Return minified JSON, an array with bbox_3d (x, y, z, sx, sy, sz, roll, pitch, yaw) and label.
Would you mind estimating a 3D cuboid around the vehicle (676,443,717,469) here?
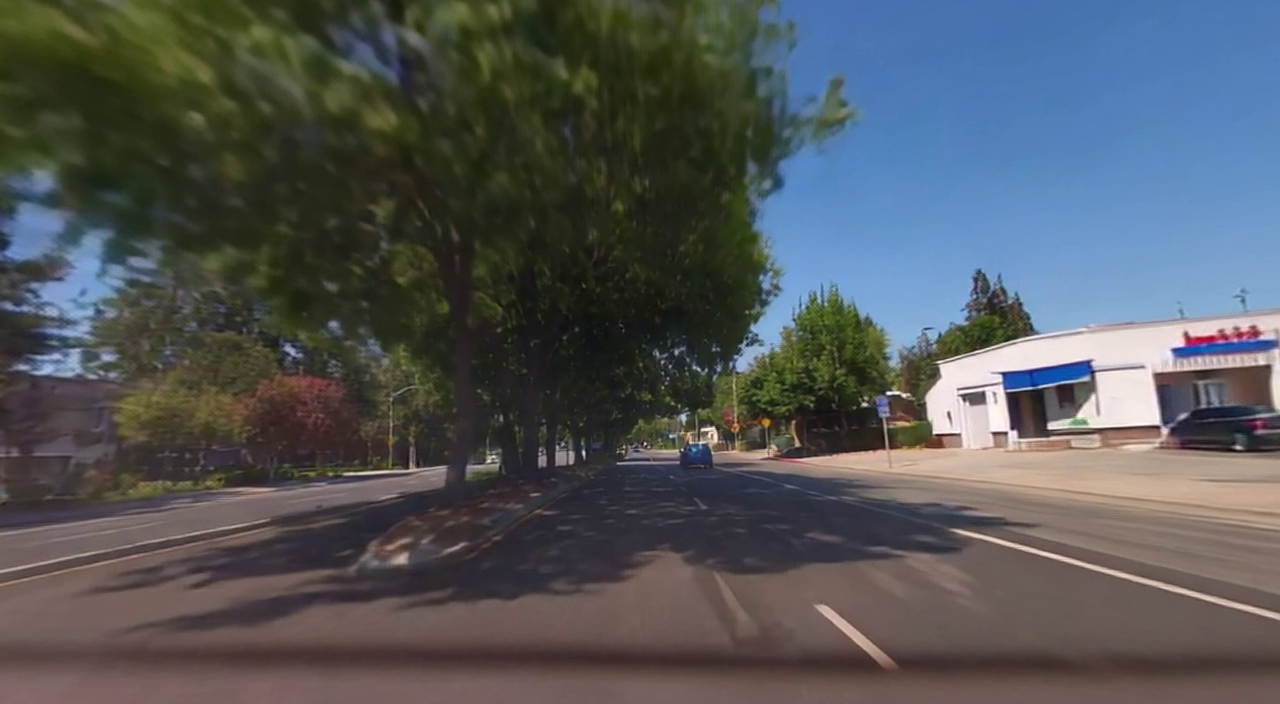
[{"bbox_3d":[3.266,6.106,37.199,1.929,1.411,4.284,0,-8,-1],"label":"vehicle"}]
